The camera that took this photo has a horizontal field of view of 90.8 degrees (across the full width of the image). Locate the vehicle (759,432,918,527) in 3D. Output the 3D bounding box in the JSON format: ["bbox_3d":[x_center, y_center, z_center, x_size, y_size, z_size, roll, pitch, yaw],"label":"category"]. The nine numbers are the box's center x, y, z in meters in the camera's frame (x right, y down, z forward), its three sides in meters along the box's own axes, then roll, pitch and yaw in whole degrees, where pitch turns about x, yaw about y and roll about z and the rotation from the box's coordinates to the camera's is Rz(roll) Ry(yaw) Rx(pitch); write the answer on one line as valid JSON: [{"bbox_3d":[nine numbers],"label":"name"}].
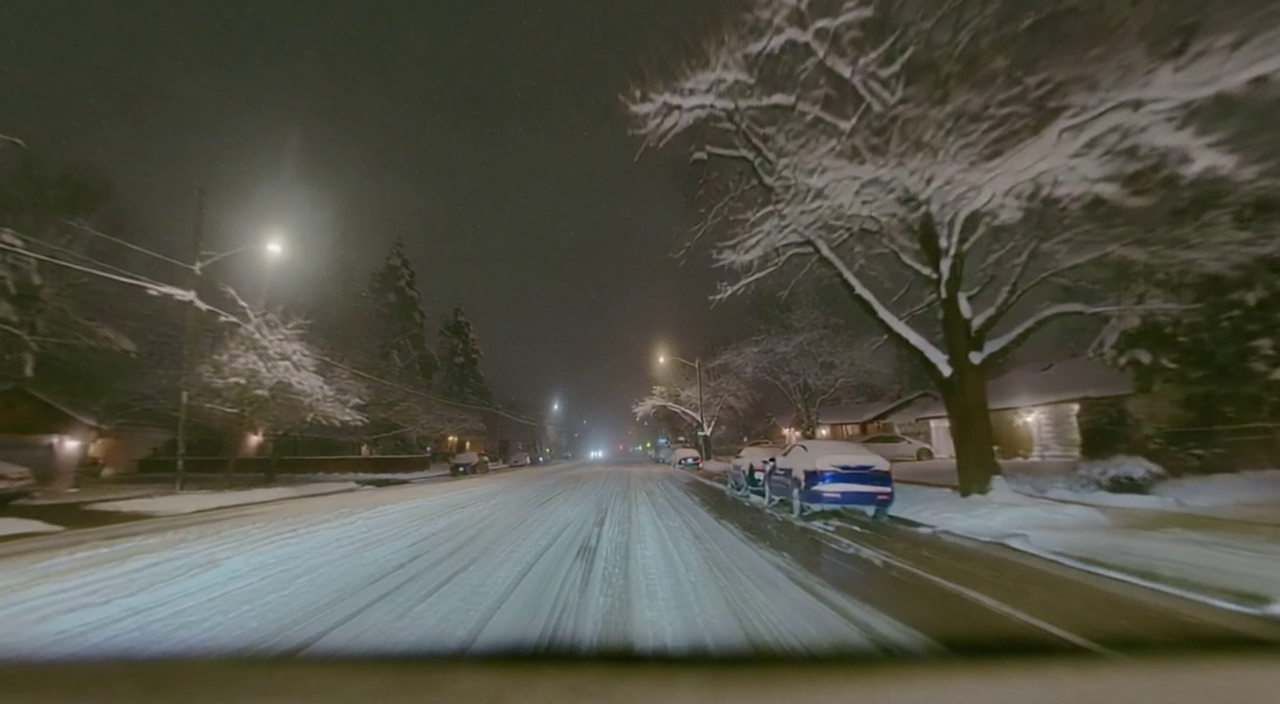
[{"bbox_3d":[4.062,2.685,13.844,1.915,1.715,4.451,0,-9,-1],"label":"vehicle"}]

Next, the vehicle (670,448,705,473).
[{"bbox_3d":[3.330,7.696,45.042,2.007,1.657,4.362,0,-9,-2],"label":"vehicle"}]

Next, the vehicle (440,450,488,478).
[{"bbox_3d":[-11.616,7.411,42.023,2.091,1.717,4.392,0,-9,-3],"label":"vehicle"}]

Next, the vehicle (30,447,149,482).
[{"bbox_3d":[-29.259,5.977,33.695,4.330,1.760,2.044,0,-9,-1],"label":"vehicle"}]
